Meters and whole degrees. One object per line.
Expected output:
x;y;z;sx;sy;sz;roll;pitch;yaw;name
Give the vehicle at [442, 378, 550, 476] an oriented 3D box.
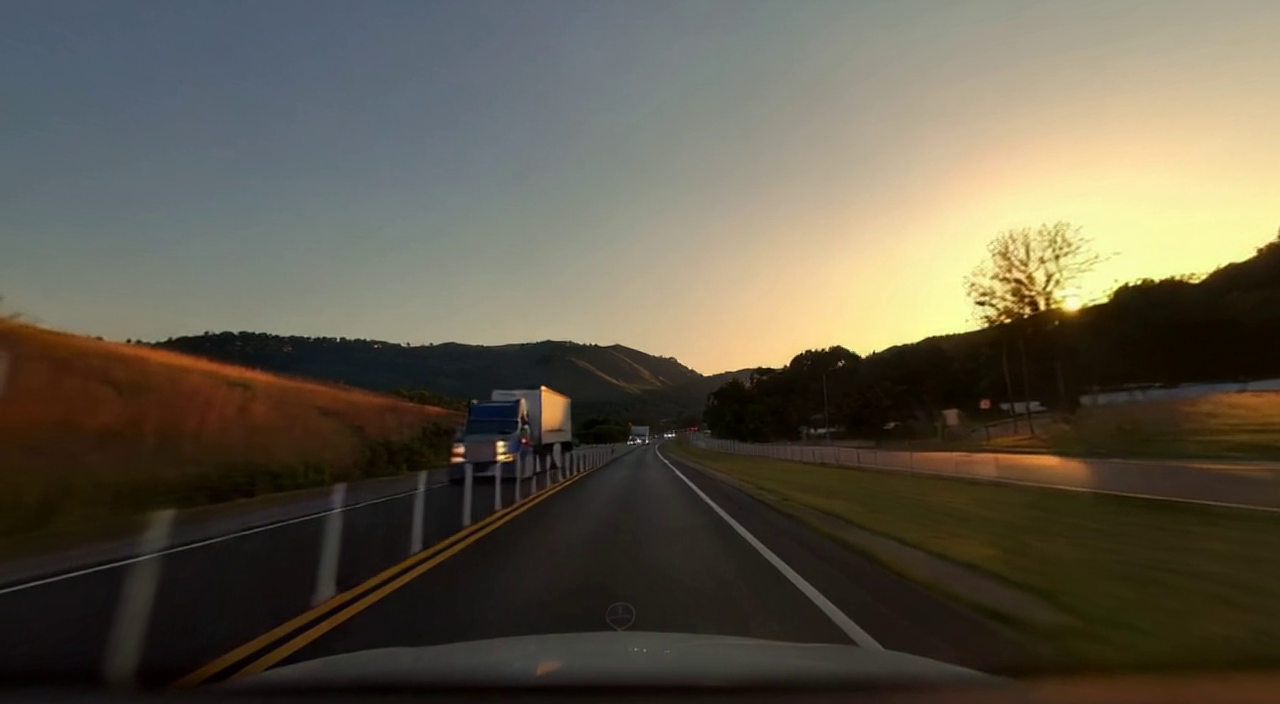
-6.275;3.456;28.590;3.460;3.937;5.736;-1;-8;1;vehicle
